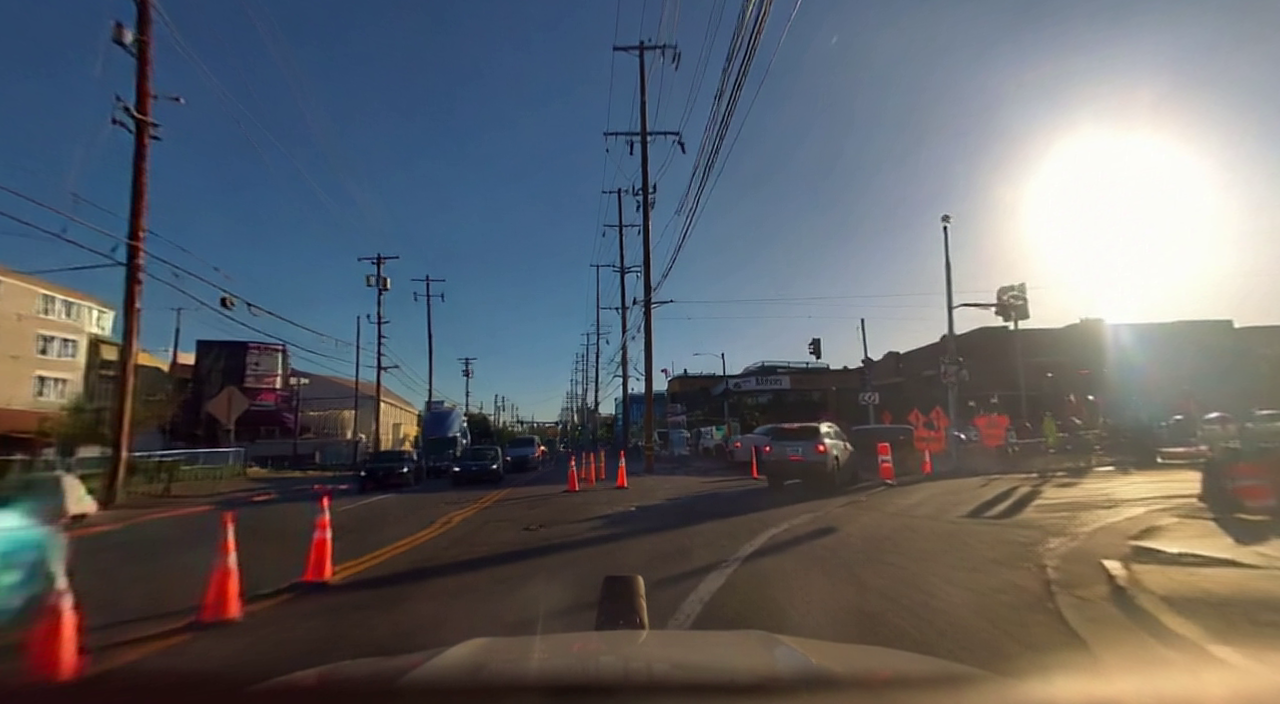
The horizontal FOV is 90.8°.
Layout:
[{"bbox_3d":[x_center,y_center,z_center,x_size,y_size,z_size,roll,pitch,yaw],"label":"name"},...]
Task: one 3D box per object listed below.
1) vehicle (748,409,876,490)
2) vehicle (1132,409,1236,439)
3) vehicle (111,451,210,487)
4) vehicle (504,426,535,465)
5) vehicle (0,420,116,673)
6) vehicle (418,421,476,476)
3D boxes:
[{"bbox_3d":[4.927,2.648,17.521,2.256,1.859,5.118,-5,-9,28],"label":"vehicle"},{"bbox_3d":[33.385,4.491,38.890,1.937,1.688,4.382,5,-10,-35],"label":"vehicle"},{"bbox_3d":[-22.392,5.454,29.714,1.817,1.456,4.079,0,-8,-7],"label":"vehicle"},{"bbox_3d":[-8.640,6.731,45.588,1.959,2.654,4.078,1,-8,-7],"label":"vehicle"},{"bbox_3d":[-5.051,0.975,2.274,2.103,1.526,4.743,-1,-8,3],"label":"vehicle"},{"bbox_3d":[-10.332,5.154,34.037,2.185,2.644,3.306,-4,-7,-4],"label":"vehicle"}]
